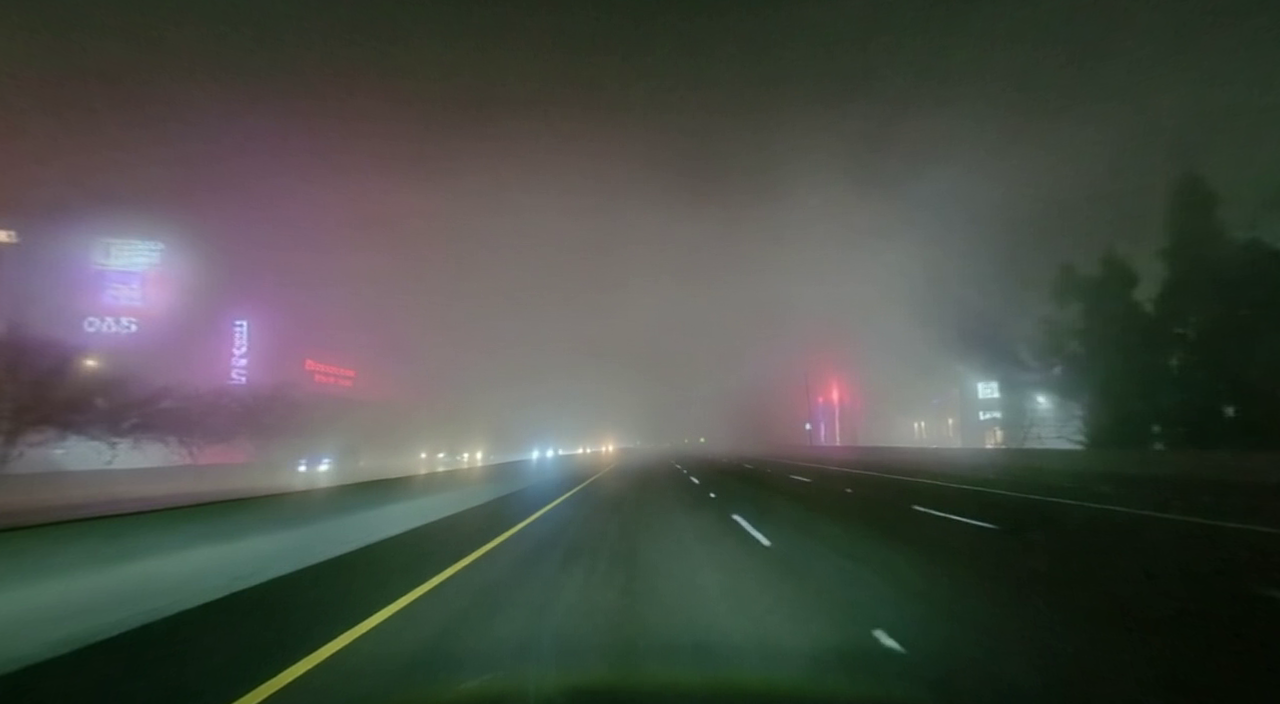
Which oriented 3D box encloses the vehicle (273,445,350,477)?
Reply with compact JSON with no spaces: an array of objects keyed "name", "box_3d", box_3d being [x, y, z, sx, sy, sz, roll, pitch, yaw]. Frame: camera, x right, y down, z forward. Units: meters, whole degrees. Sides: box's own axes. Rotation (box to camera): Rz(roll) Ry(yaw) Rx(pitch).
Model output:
[{"name":"vehicle","box_3d":[-21.454,7.097,41.521,2.328,1.943,4.961,0,-8,1]}]
